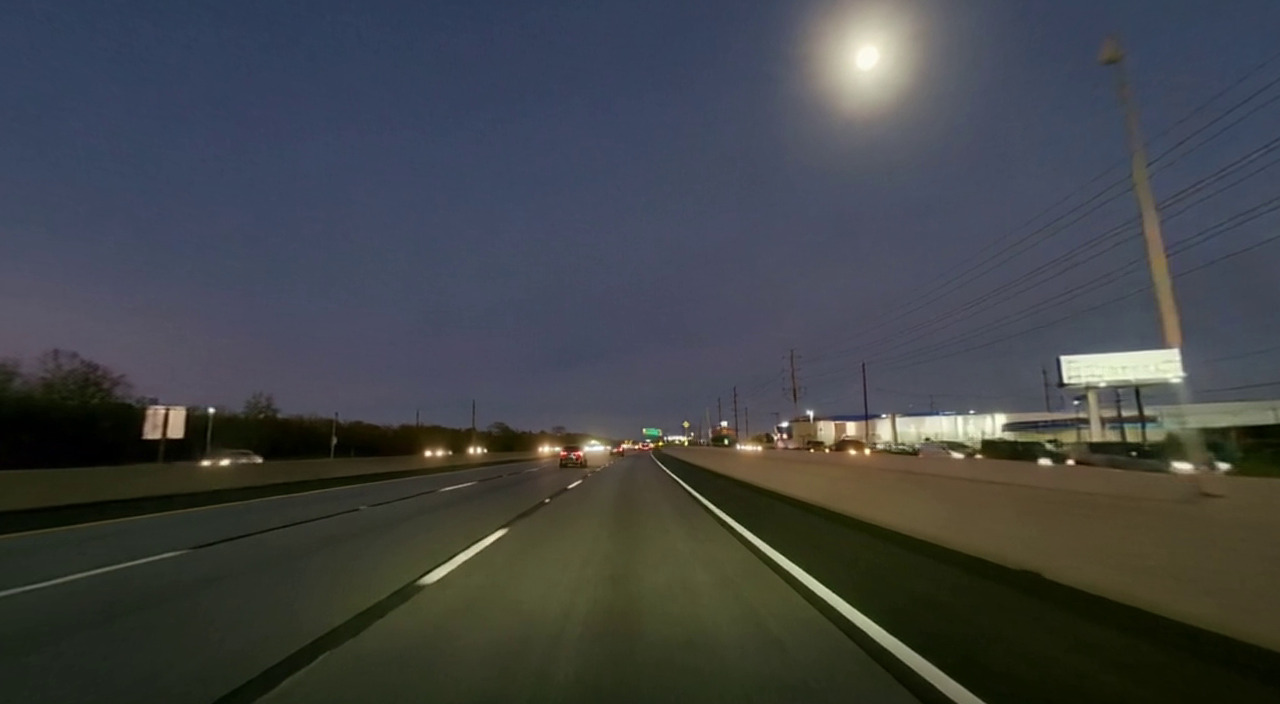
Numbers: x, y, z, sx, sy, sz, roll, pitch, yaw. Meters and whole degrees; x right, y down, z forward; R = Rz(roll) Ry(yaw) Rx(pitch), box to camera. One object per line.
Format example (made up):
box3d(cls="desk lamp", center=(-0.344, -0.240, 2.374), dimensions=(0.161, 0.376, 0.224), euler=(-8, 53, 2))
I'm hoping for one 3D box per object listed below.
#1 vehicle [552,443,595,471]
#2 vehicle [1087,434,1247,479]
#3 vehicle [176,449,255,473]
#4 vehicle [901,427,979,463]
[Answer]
box3d(cls="vehicle", center=(-3.768, 6.042, 36.627), dimensions=(1.940, 1.479, 4.545), euler=(0, -9, 1))
box3d(cls="vehicle", center=(19.066, 3.798, 23.217), dimensions=(1.806, 1.466, 4.711), euler=(0, -9, 0))
box3d(cls="vehicle", center=(-29.071, 7.436, 43.467), dimensions=(2.019, 1.502, 4.837), euler=(0, -9, 1))
box3d(cls="vehicle", center=(18.831, 5.884, 40.020), dimensions=(2.165, 2.077, 5.451), euler=(0, -9, -1))
